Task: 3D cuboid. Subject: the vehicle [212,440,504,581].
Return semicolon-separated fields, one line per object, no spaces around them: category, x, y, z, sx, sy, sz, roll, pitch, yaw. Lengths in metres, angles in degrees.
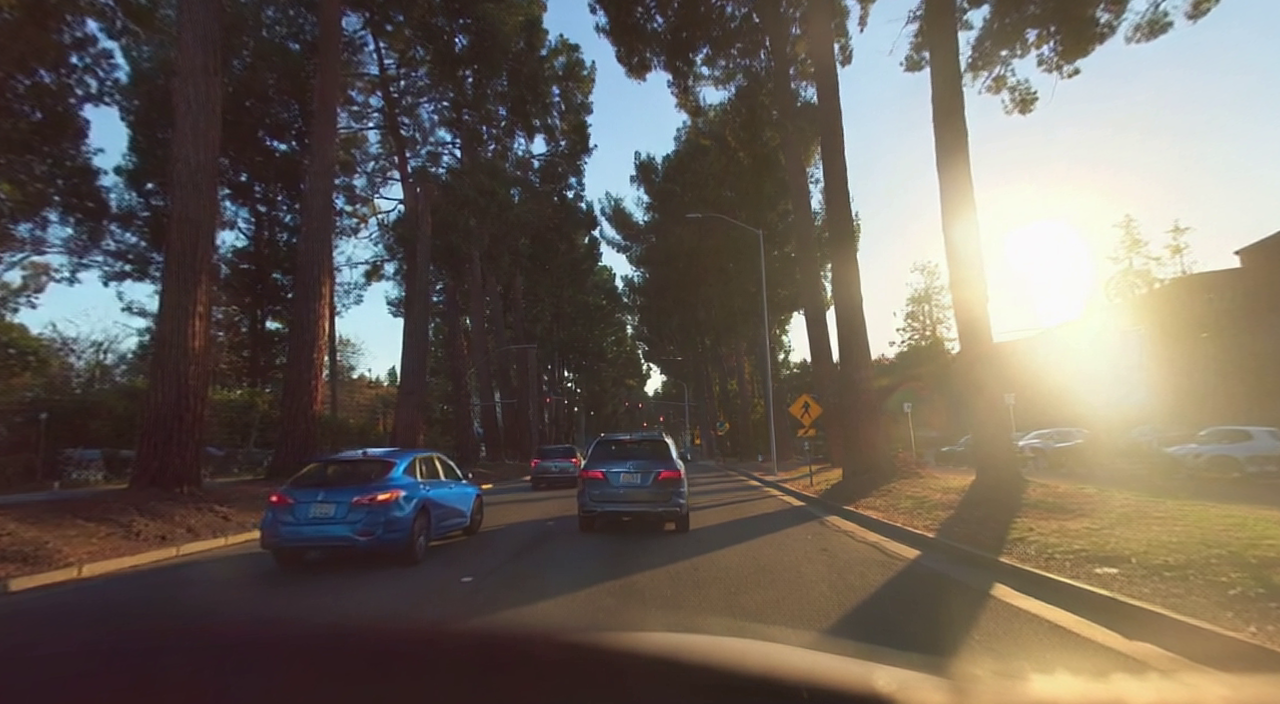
vehicle;-3.463;1.998;8.914;1.922;1.464;4.424;0;-8;2

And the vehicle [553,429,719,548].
vehicle;-0.035;2.144;10.557;2.229;1.591;3.897;0;-8;1

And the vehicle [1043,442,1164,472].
vehicle;28.282;6.404;38.637;5.955;1.702;2.166;1;-8;-6
